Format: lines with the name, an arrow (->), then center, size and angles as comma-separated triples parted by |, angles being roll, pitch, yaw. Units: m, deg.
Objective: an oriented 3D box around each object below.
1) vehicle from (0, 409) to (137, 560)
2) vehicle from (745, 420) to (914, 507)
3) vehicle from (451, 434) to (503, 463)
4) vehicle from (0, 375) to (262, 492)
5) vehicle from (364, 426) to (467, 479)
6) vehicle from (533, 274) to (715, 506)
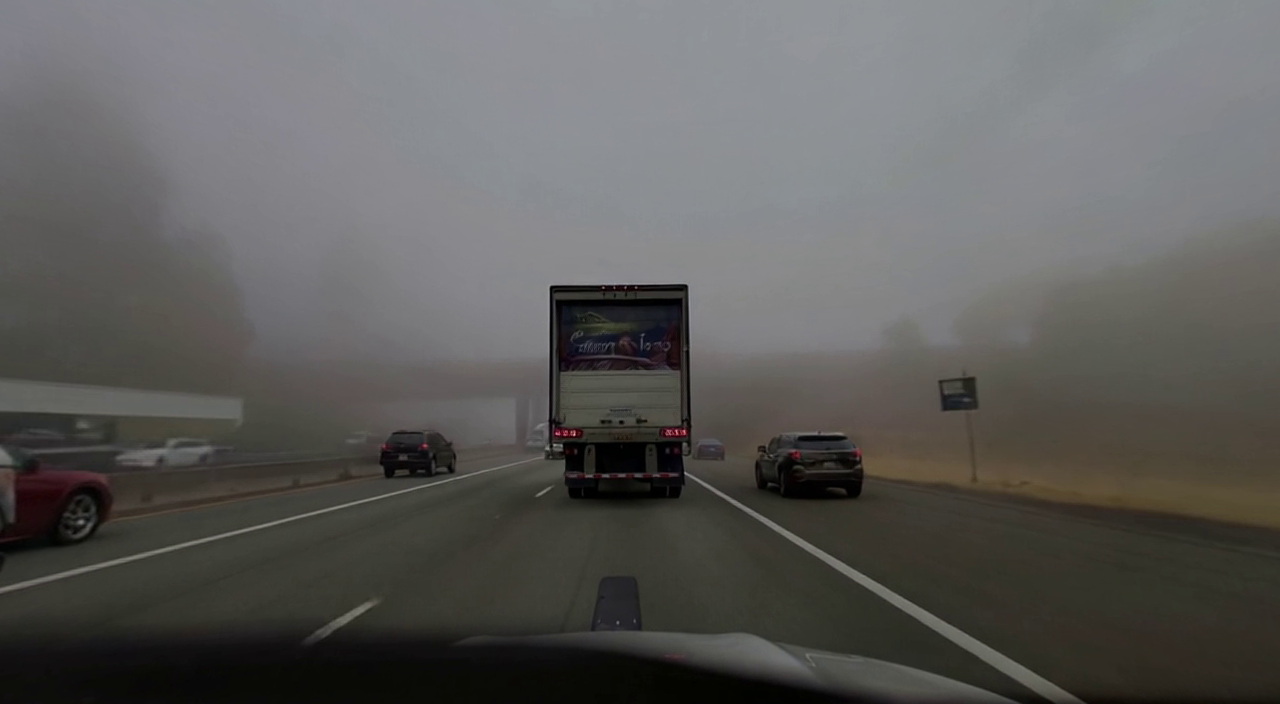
vehicle -> -8.087, 1.417, 6.563 | 2.048, 1.652, 4.421 | 0, -8, -1
vehicle -> 3.738, 2.289, 13.452 | 2.003, 1.519, 4.580 | 0, -8, -3
vehicle -> -8.704, 5.170, 33.924 | 1.845, 1.488, 3.656 | 0, -8, 0
vehicle -> -23.648, 3.723, 28.412 | 2.978, 4.017, 16.640 | 0, -8, -1
vehicle -> -7.923, 3.564, 22.734 | 2.057, 1.698, 4.550 | 0, -8, 0
vehicle -> -0.429, 1.240, 15.222 | 2.911, 3.787, 9.905 | 0, -8, -2
